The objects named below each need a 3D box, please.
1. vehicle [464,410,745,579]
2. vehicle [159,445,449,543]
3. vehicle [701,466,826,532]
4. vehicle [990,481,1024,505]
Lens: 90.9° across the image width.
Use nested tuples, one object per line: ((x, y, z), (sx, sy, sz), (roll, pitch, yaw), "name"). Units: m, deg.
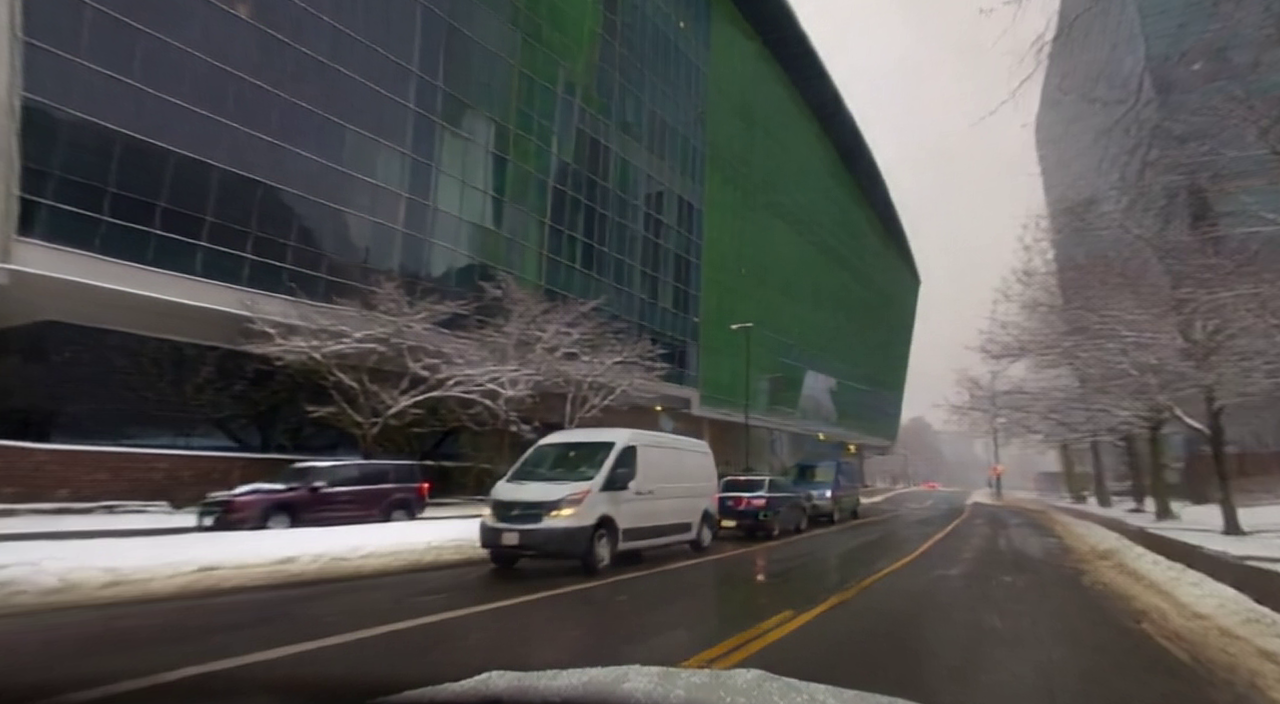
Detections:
((-0.197, 2.250, 10.427), (2.104, 2.013, 5.252), (-7, -13, 28), "vehicle")
((-6.070, 2.617, 12.068), (1.868, 1.472, 4.470), (-5, -12, 30), "vehicle")
((3.479, 3.872, 17.040), (1.853, 1.495, 4.632), (-7, -13, 29), "vehicle")
((26.015, 9.979, 44.763), (1.899, 1.470, 3.666), (-5, -12, 28), "vehicle")
